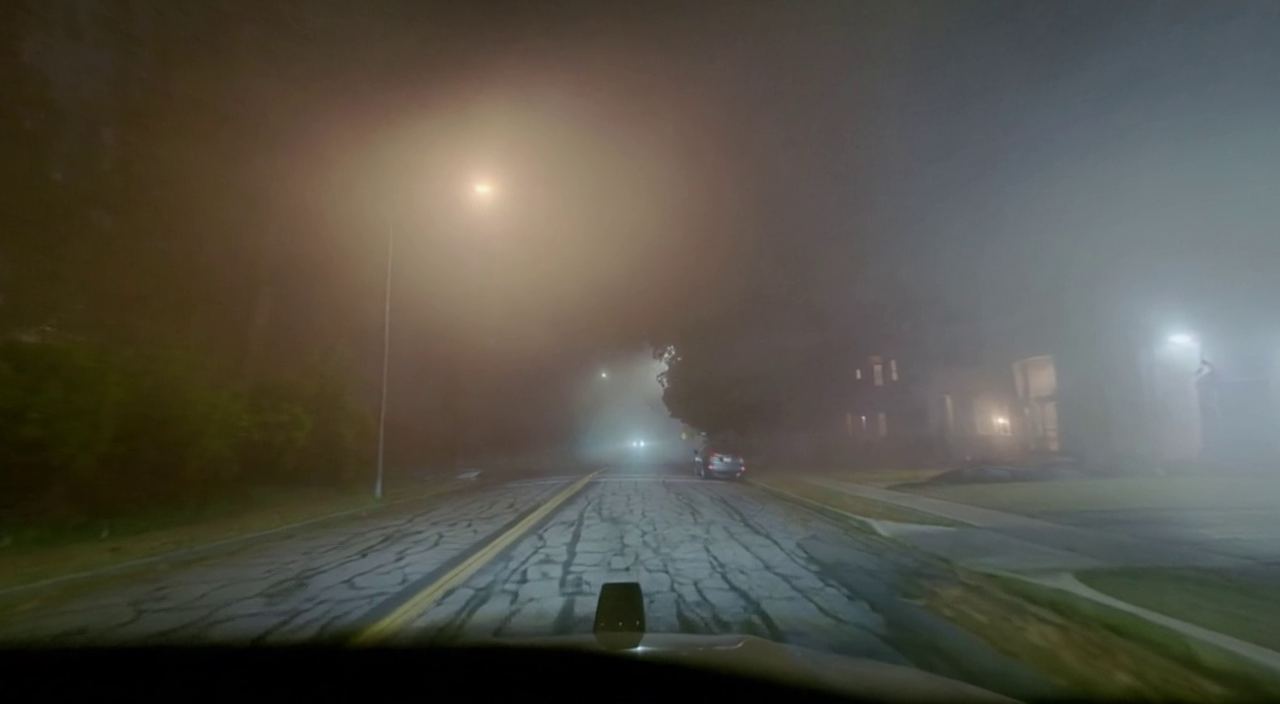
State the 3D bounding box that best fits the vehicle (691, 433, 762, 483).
[{"bbox_3d":[3.179,4.009,24.202,2.086,1.726,4.384,0,-8,0],"label":"vehicle"}]
